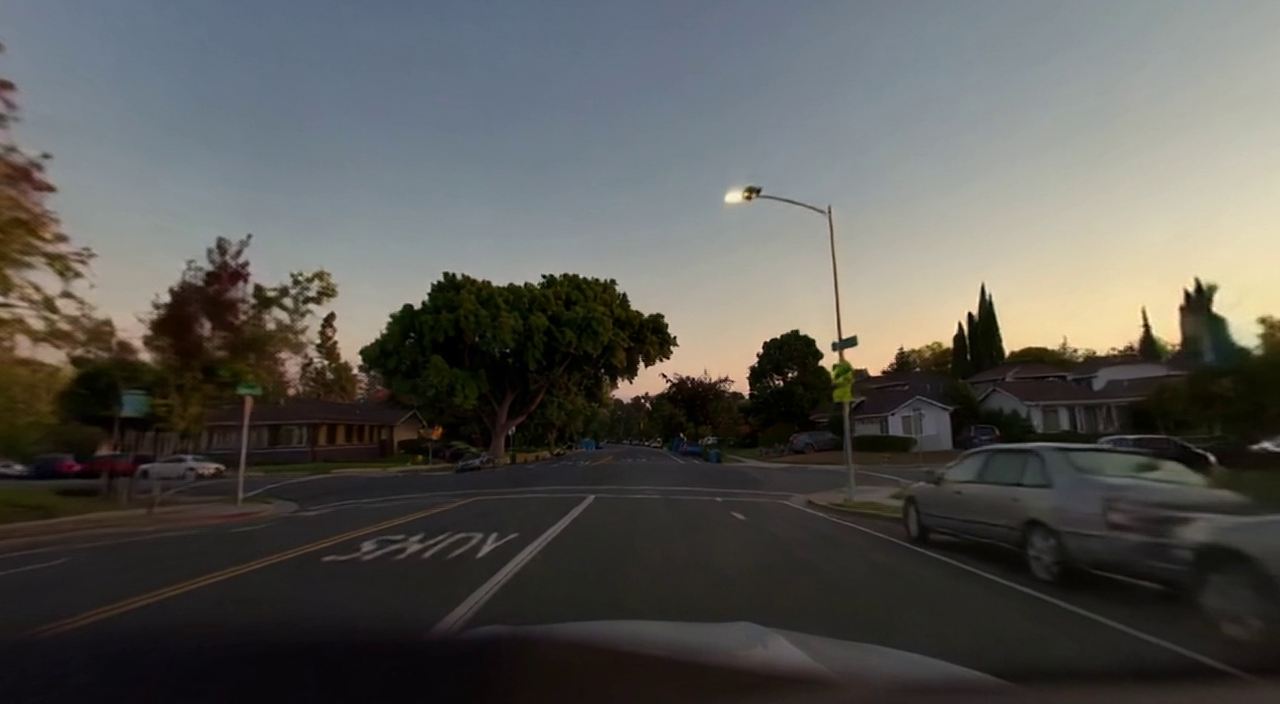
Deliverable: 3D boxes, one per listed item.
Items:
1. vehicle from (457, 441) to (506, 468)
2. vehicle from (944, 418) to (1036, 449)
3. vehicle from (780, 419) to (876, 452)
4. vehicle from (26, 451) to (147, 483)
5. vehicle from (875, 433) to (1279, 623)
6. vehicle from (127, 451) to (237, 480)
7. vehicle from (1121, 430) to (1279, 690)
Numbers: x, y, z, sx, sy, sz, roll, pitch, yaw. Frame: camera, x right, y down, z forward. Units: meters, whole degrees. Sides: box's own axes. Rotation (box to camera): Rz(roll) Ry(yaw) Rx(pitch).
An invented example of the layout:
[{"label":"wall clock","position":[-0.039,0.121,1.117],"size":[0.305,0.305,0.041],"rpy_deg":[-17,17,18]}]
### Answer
[{"label":"vehicle","position":[-10.792,7.018,43.377],"size":[2.037,1.755,4.434],"rpy_deg":[0,-8,2]},{"label":"vehicle","position":[23.188,5.441,41.993],"size":[4.831,2.013,2.082],"rpy_deg":[0,-8,-1]},{"label":"vehicle","position":[13.717,6.222,46.304],"size":[6.244,2.050,2.209],"rpy_deg":[-9,-13,37]},{"label":"vehicle","position":[-29.419,6.106,33.678],"size":[4.477,1.469,2.032],"rpy_deg":[-1,-8,-1]},{"label":"vehicle","position":[4.667,1.729,7.300],"size":[2.052,1.464,4.525],"rpy_deg":[0,-9,-2]},{"label":"vehicle","position":[-24.374,6.054,33.747],"size":[4.197,1.431,2.165],"rpy_deg":[0,-9,0]},{"label":"vehicle","position":[4.728,1.030,2.523],"size":[2.196,1.472,4.426],"rpy_deg":[0,-8,2]}]
